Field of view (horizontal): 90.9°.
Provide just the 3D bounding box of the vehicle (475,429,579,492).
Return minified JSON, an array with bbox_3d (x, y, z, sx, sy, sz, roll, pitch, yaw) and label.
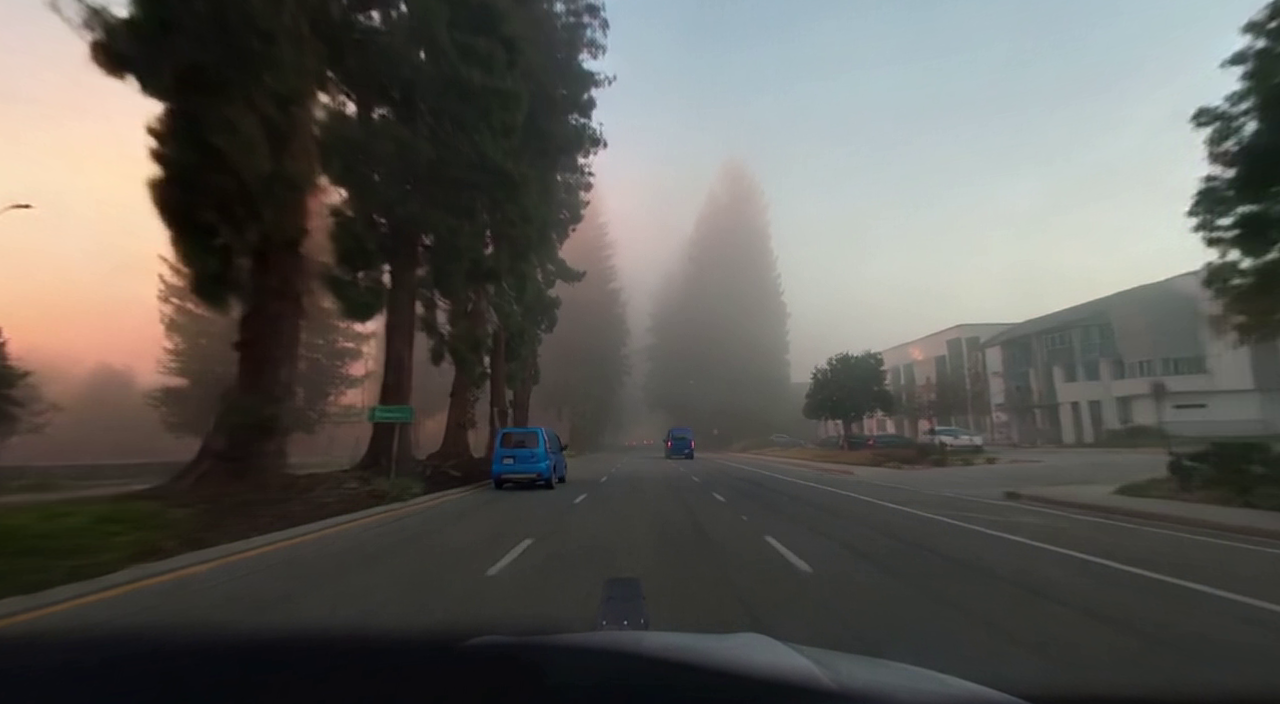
[{"bbox_3d":[-3.130,3.112,18.525,2.129,1.602,4.532,0,-8,1],"label":"vehicle"}]
